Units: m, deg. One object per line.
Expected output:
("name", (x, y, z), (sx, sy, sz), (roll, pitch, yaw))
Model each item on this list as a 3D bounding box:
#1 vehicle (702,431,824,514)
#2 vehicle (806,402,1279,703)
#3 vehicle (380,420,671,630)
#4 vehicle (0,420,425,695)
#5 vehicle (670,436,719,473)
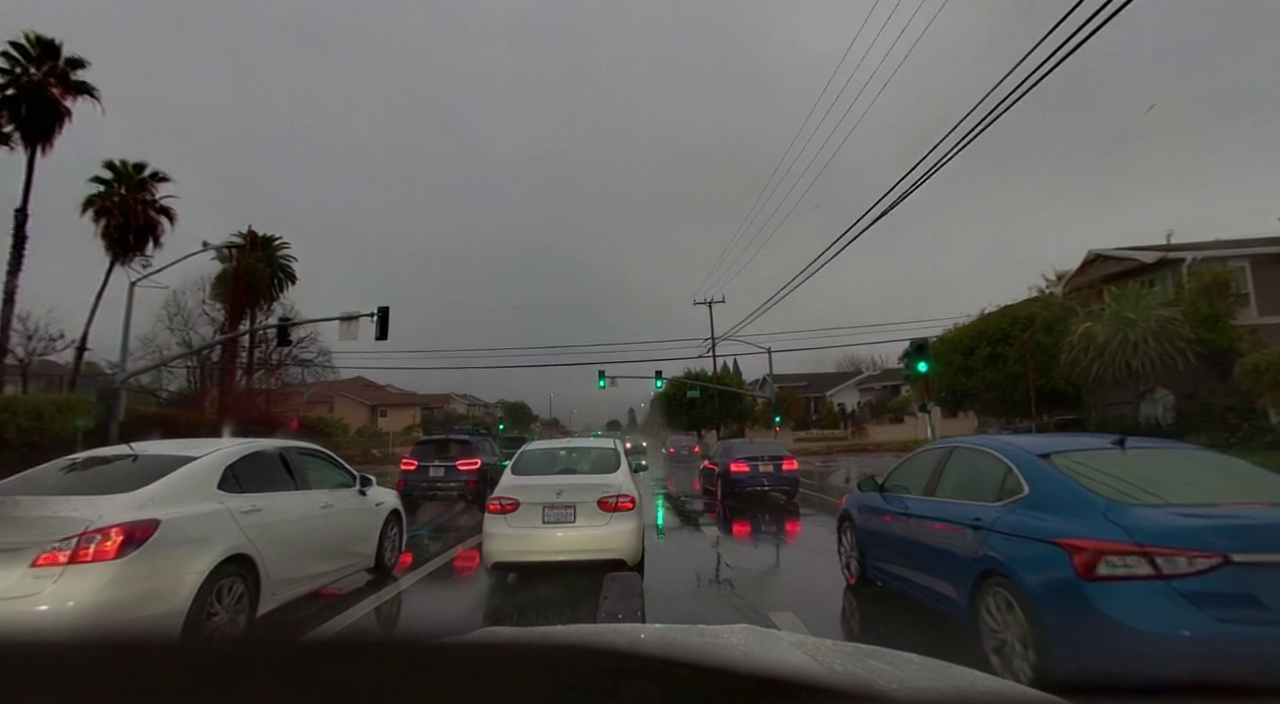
("vehicle", (2.658, 2.718, 14.741), (1.956, 1.615, 4.205), (0, -9, -1))
("vehicle", (2.785, 1.234, 4.427), (2.014, 1.464, 4.312), (0, -9, -1))
("vehicle", (-0.864, 1.546, 6.574), (2.104, 1.500, 3.815), (0, -9, -1))
("vehicle", (-3.665, 1.452, 5.716), (2.058, 1.474, 4.473), (0, -9, -3))
("vehicle", (2.729, 5.263, 32.508), (2.063, 1.750, 4.410), (0, -9, -1))
